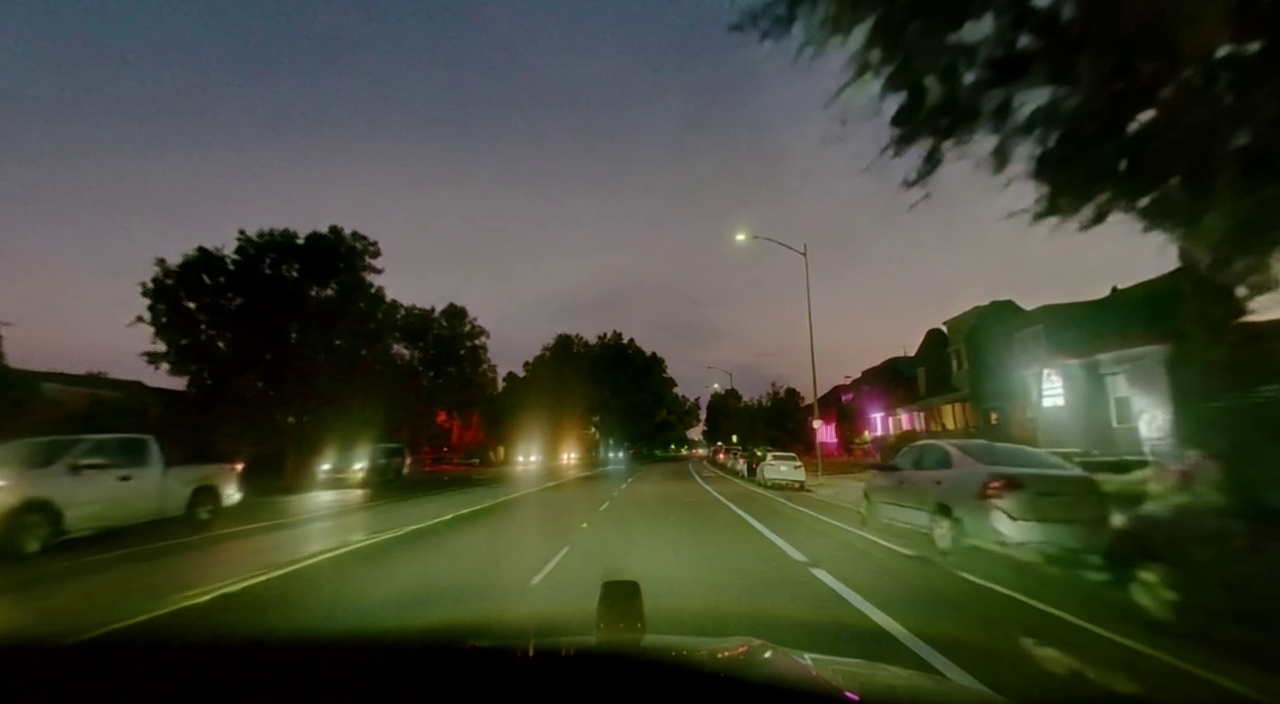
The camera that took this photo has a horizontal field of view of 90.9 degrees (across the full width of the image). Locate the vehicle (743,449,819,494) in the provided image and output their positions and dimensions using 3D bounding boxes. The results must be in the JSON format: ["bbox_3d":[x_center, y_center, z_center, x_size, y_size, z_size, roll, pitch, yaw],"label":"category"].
[{"bbox_3d":[4.960,4.247,22.857,1.833,1.399,4.727,-1,-8,2],"label":"vehicle"}]

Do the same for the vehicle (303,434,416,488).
[{"bbox_3d":[-12.495,4.882,28.635,2.469,2.157,5.373,-1,-8,3],"label":"vehicle"}]

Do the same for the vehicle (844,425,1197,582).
[{"bbox_3d":[4.792,1.947,9.049,2.128,1.635,4.602,0,-8,-1],"label":"vehicle"}]

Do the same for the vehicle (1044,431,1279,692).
[{"bbox_3d":[4.524,1.119,3.152,1.853,1.457,4.967,-1,-8,2],"label":"vehicle"}]

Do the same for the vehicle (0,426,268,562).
[{"bbox_3d":[-8.646,2.154,10.435,2.331,1.696,4.861,0,-8,-5],"label":"vehicle"}]
